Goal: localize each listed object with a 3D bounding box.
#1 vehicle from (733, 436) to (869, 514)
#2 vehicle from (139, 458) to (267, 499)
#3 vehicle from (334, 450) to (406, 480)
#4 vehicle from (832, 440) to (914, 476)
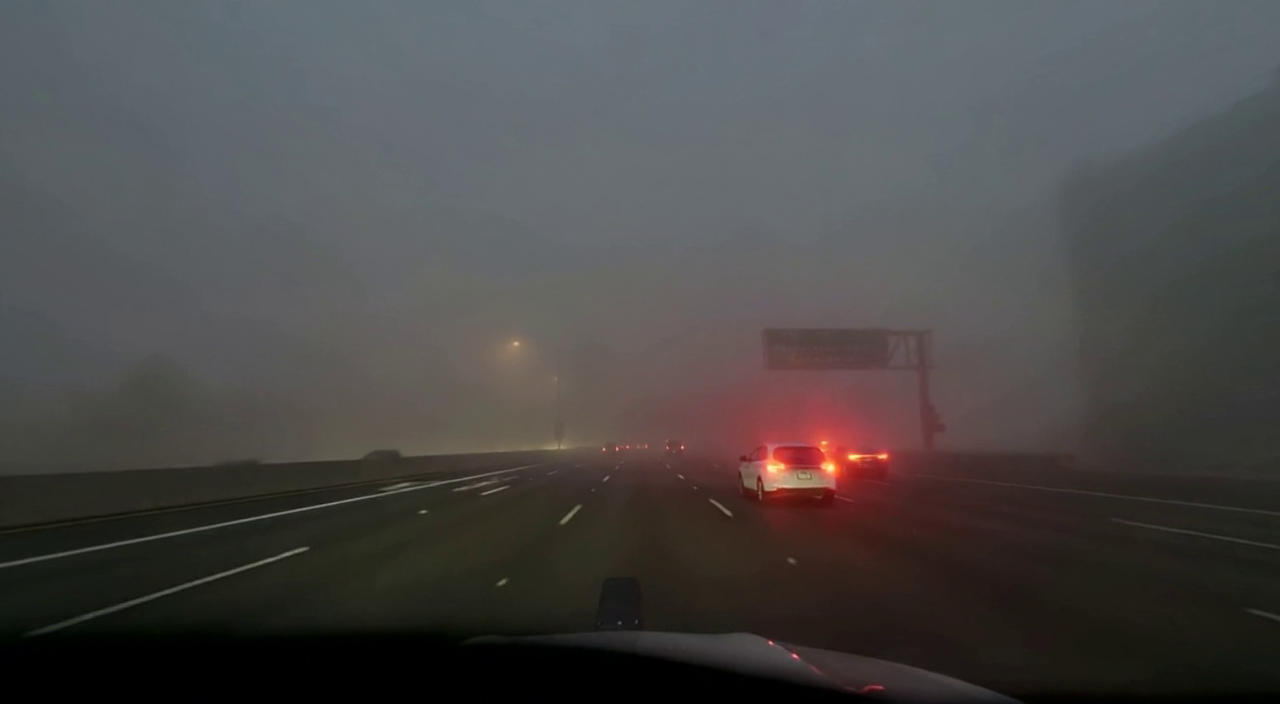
[{"bbox_3d":[3.462,2.723,14.452,1.961,1.504,4.094,0,-9,-1],"label":"vehicle"},{"bbox_3d":[-18.749,5.424,27.435,1.972,1.516,4.973,0,-9,0],"label":"vehicle"},{"bbox_3d":[-14.486,6.081,34.180,1.919,1.470,4.452,0,-8,0],"label":"vehicle"},{"bbox_3d":[10.564,4.836,29.048,2.019,1.529,4.385,0,-9,-1],"label":"vehicle"}]
